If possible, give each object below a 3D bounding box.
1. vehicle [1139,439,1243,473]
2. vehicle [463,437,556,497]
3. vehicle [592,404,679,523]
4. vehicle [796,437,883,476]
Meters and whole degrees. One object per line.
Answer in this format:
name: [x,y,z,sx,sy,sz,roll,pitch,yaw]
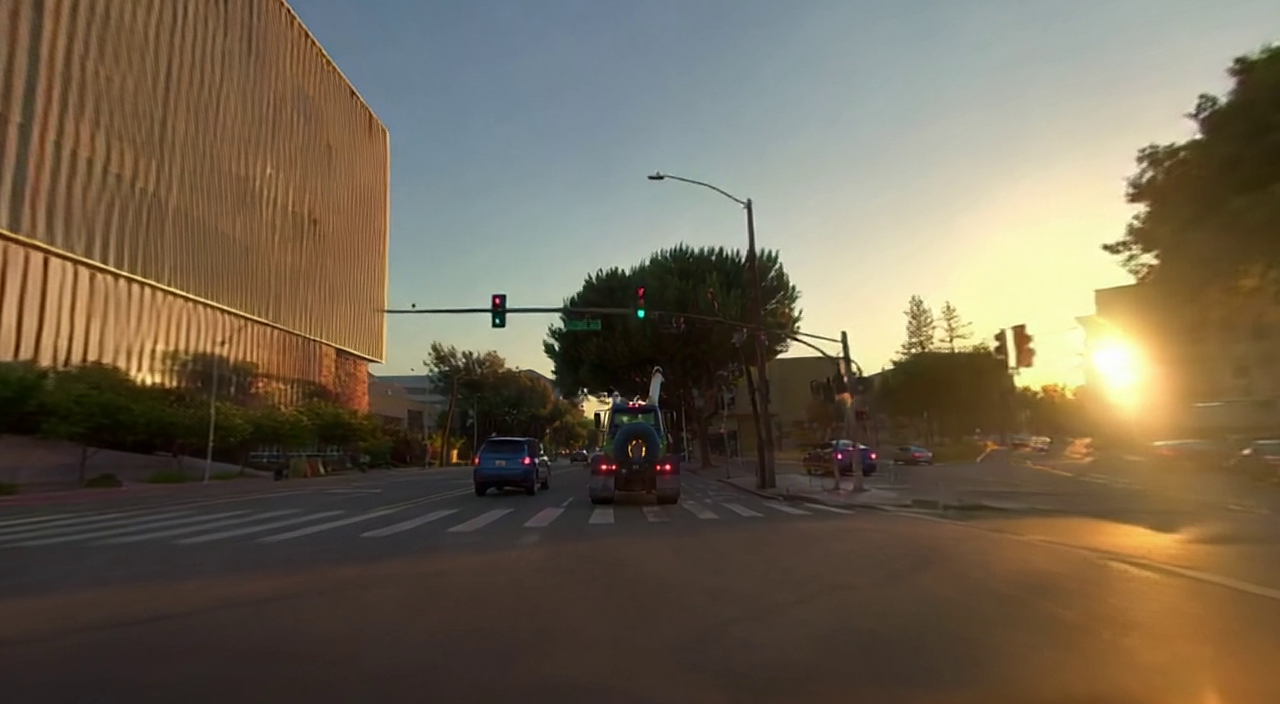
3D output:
vehicle: [25.326,4.783,29.027,3.565,1.369,1.647,-1,-9,-12]
vehicle: [-3.991,3.598,20.078,2.081,1.688,4.235,0,-9,0]
vehicle: [-0.270,4.147,24.230,2.552,3.461,11.044,1,-9,-1]
vehicle: [10.004,5.298,32.121,2.186,1.783,4.716,1,-9,-11]
